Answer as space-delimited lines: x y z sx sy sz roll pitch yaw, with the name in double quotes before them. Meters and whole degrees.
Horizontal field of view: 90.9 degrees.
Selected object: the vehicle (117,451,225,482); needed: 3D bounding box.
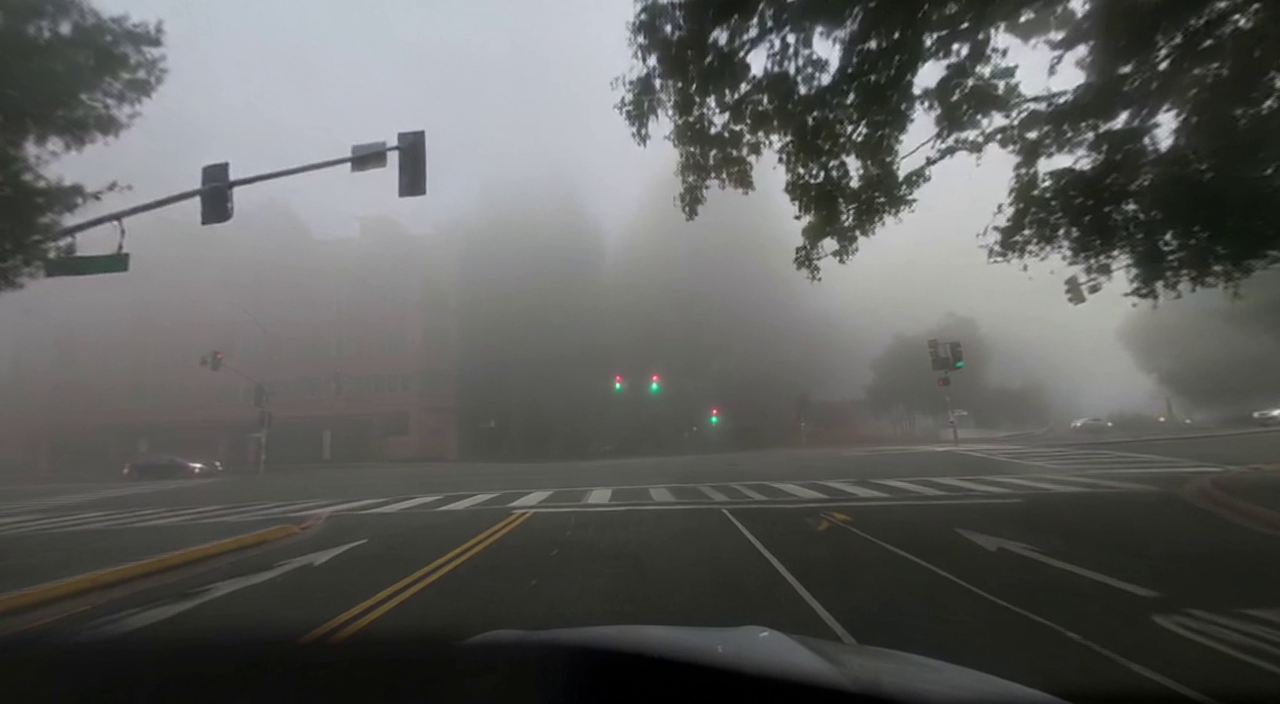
"vehicle" -25.141 6.110 33.867 4.332 1.573 1.900 -1 -8 3
